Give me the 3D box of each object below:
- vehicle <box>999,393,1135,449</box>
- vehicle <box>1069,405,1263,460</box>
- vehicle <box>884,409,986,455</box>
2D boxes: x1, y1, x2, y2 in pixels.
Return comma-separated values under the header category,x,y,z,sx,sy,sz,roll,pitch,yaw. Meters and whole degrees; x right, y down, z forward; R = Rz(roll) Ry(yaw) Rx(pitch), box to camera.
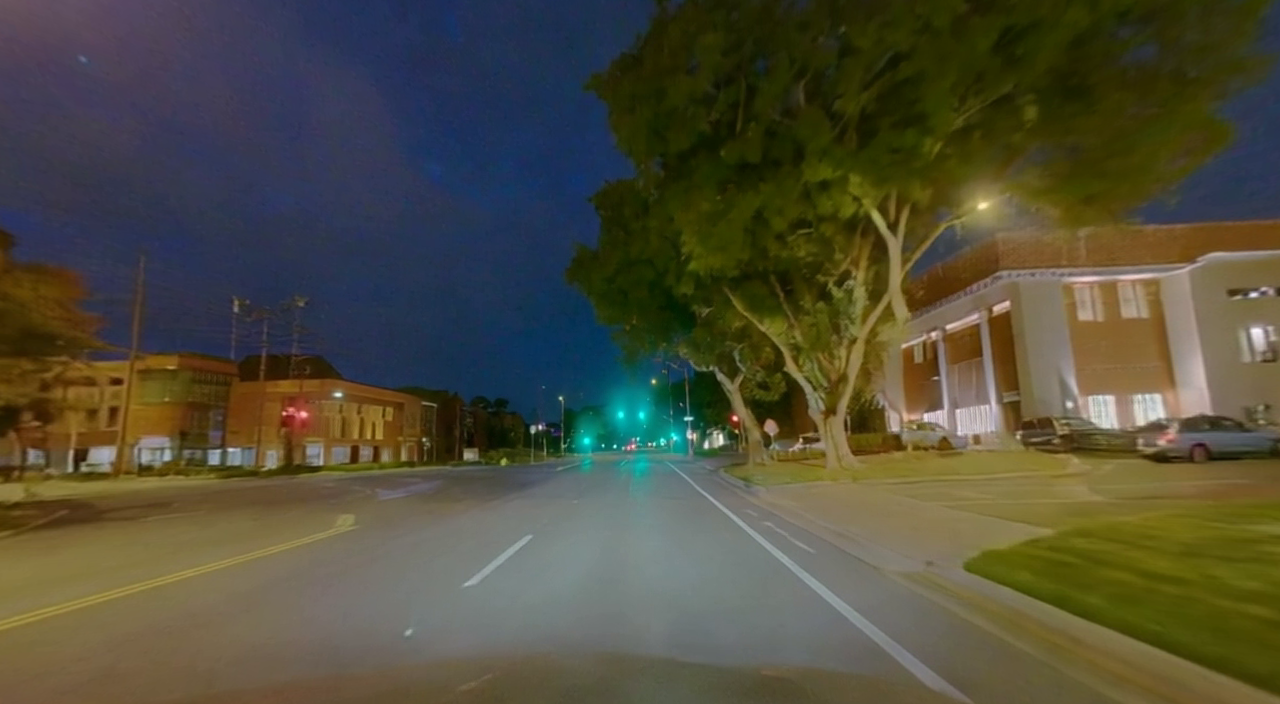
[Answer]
category,x,y,z,sx,sy,sz,roll,pitch,yaw
vehicle,16.879,2.844,25.313,2.027,1.910,4.824,-3,-8,1
vehicle,15.177,2.412,18.593,1.866,1.420,4.447,0,-9,0
vehicle,11.741,3.281,25.529,2.036,1.636,4.995,0,-8,5
